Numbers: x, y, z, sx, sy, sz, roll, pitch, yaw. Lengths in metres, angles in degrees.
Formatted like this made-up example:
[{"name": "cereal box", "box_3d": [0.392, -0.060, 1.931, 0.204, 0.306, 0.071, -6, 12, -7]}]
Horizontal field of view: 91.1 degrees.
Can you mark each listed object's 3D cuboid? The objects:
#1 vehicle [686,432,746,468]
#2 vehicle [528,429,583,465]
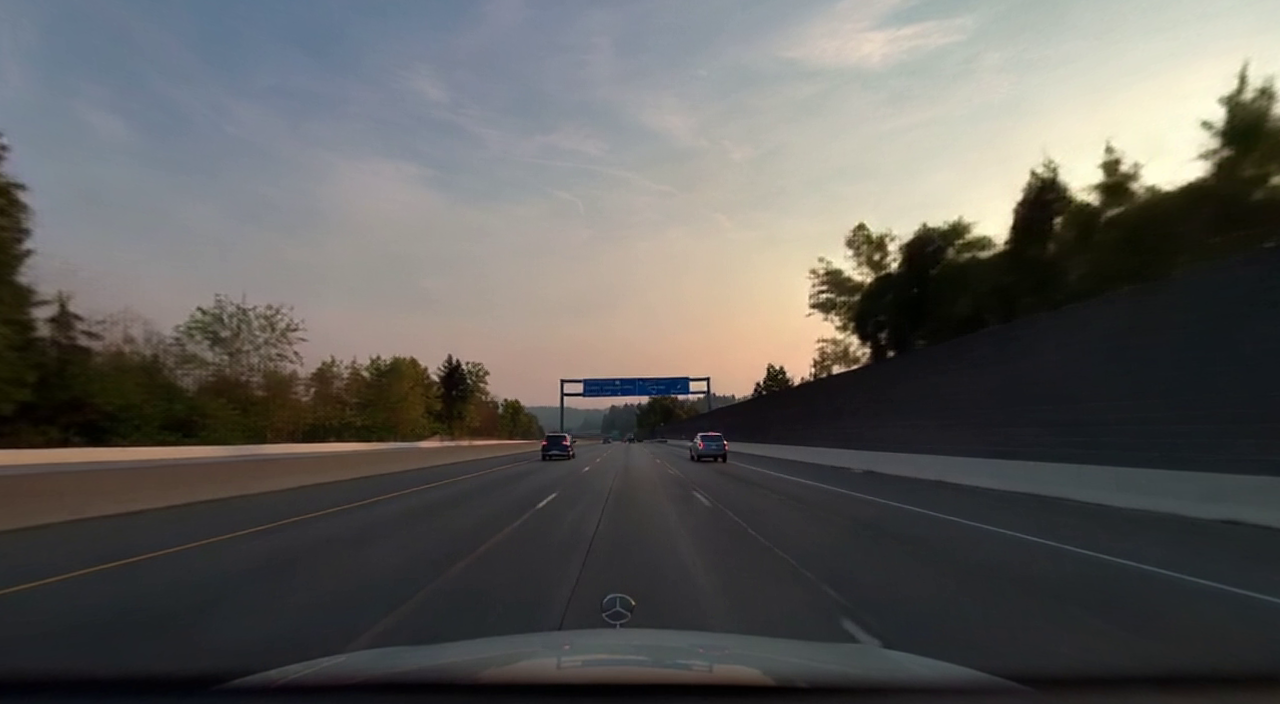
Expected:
[{"name": "vehicle", "box_3d": [3.413, 4.489, 29.215, 2.077, 1.523, 4.539, 0, -8, -2]}, {"name": "vehicle", "box_3d": [-4.168, 4.731, 31.610, 2.219, 1.660, 4.153, 0, -8, -1]}]
